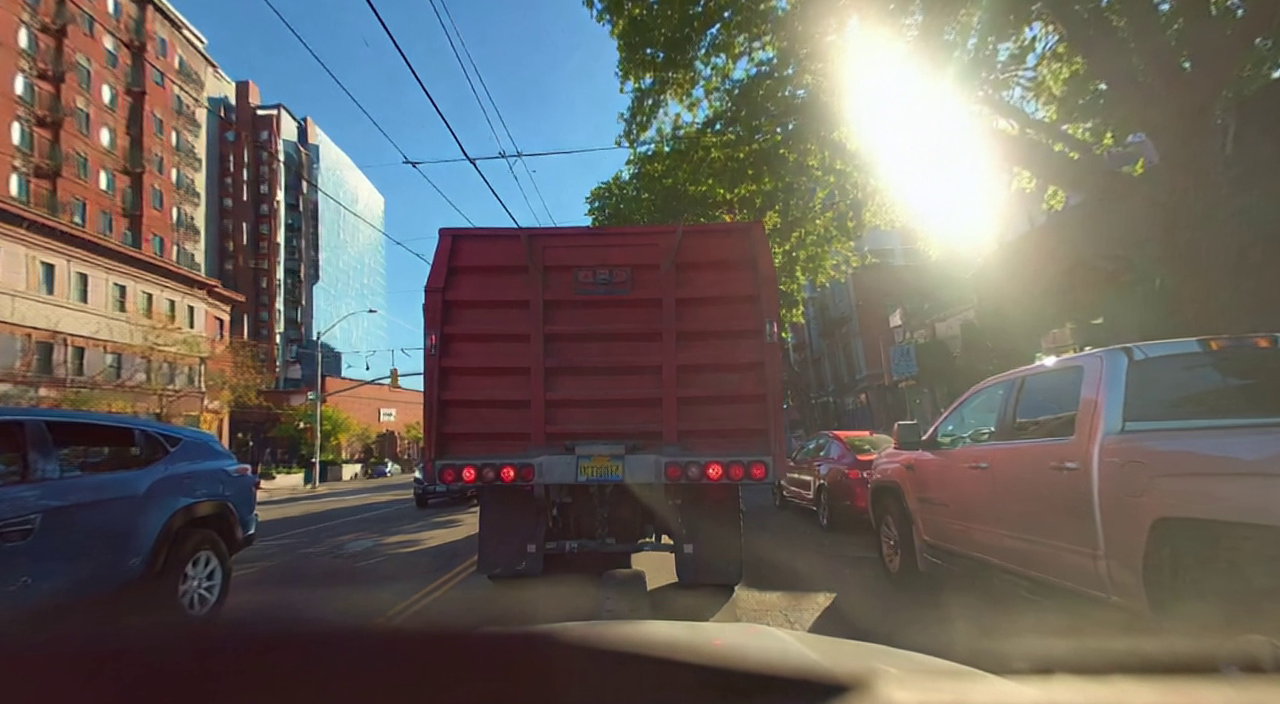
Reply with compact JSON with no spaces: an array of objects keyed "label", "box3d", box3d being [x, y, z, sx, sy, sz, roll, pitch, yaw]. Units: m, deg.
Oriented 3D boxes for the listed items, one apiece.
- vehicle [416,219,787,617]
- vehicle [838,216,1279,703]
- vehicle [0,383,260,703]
[{"label":"vehicle","box3d":[-0.236,1.072,9.205,2.878,3.204,8.244,0,-8,1]},{"label":"vehicle","box3d":[3.234,0.824,3.865,2.242,1.979,5.722,0,-8,1]},{"label":"vehicle","box3d":[-4.124,0.957,2.839,1.988,1.657,4.492,0,-8,0]}]
